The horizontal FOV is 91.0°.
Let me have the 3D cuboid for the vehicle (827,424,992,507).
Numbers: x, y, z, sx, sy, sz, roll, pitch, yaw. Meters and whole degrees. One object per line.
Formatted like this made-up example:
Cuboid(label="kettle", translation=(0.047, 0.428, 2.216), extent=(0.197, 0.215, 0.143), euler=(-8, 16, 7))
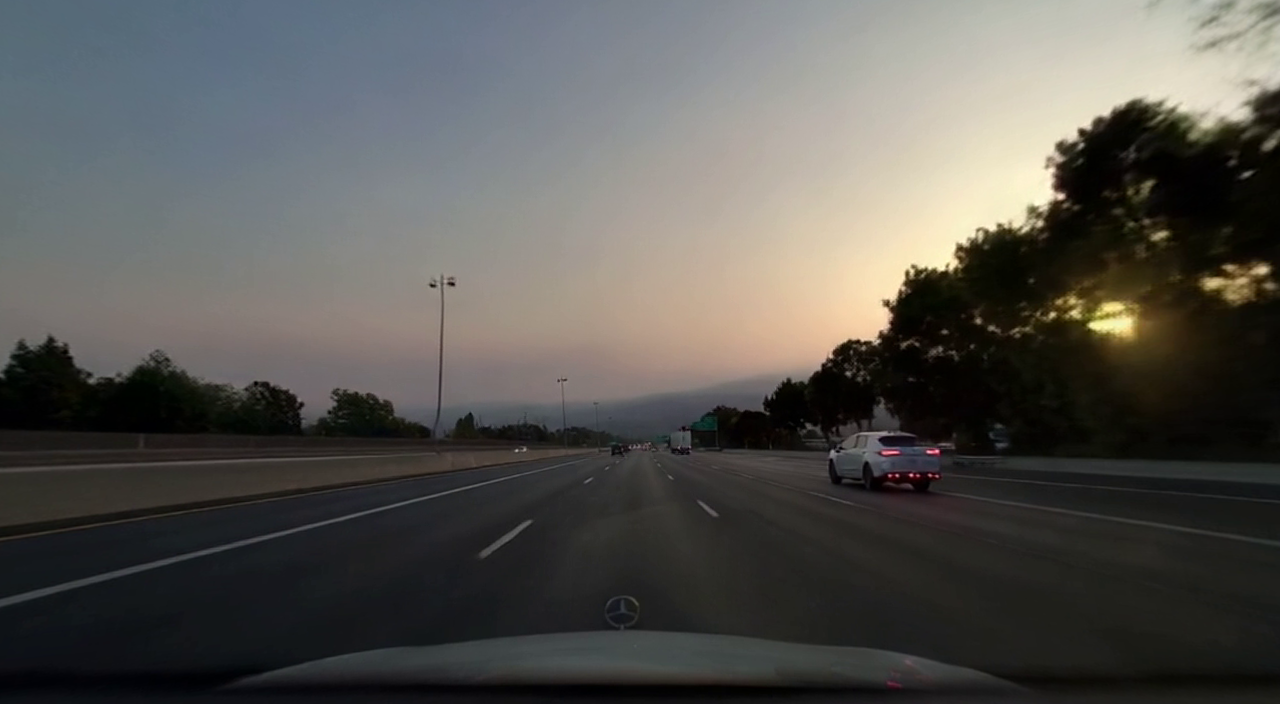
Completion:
Cuboid(label="vehicle", translation=(6.498, 2.800, 15.920), extent=(2.096, 1.767, 4.601), euler=(0, -9, 0))
